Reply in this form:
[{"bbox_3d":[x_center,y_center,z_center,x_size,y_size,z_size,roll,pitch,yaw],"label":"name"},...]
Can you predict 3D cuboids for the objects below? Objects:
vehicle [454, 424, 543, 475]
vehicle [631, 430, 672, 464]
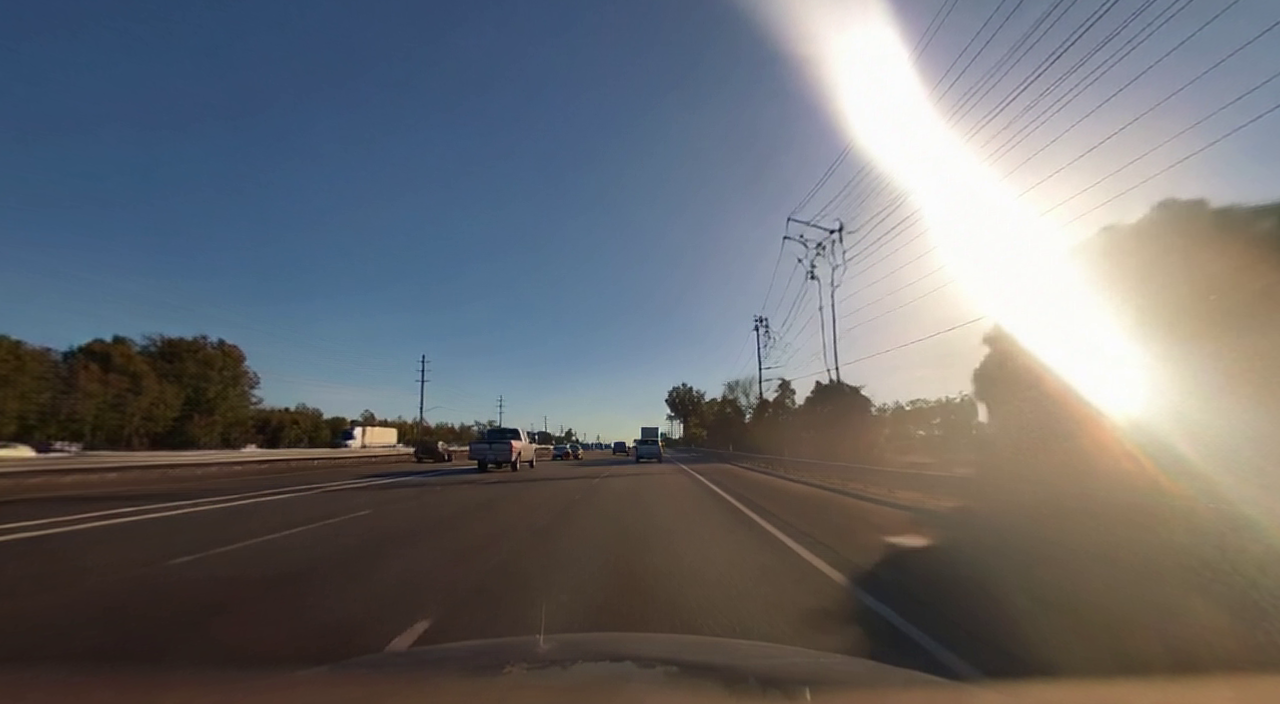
[{"bbox_3d":[-6.156,4.375,28.456,2.460,1.992,6.474,0,-8,1],"label":"vehicle"},{"bbox_3d":[0.686,6.084,40.450,2.448,2.025,5.193,0,-8,0],"label":"vehicle"}]
